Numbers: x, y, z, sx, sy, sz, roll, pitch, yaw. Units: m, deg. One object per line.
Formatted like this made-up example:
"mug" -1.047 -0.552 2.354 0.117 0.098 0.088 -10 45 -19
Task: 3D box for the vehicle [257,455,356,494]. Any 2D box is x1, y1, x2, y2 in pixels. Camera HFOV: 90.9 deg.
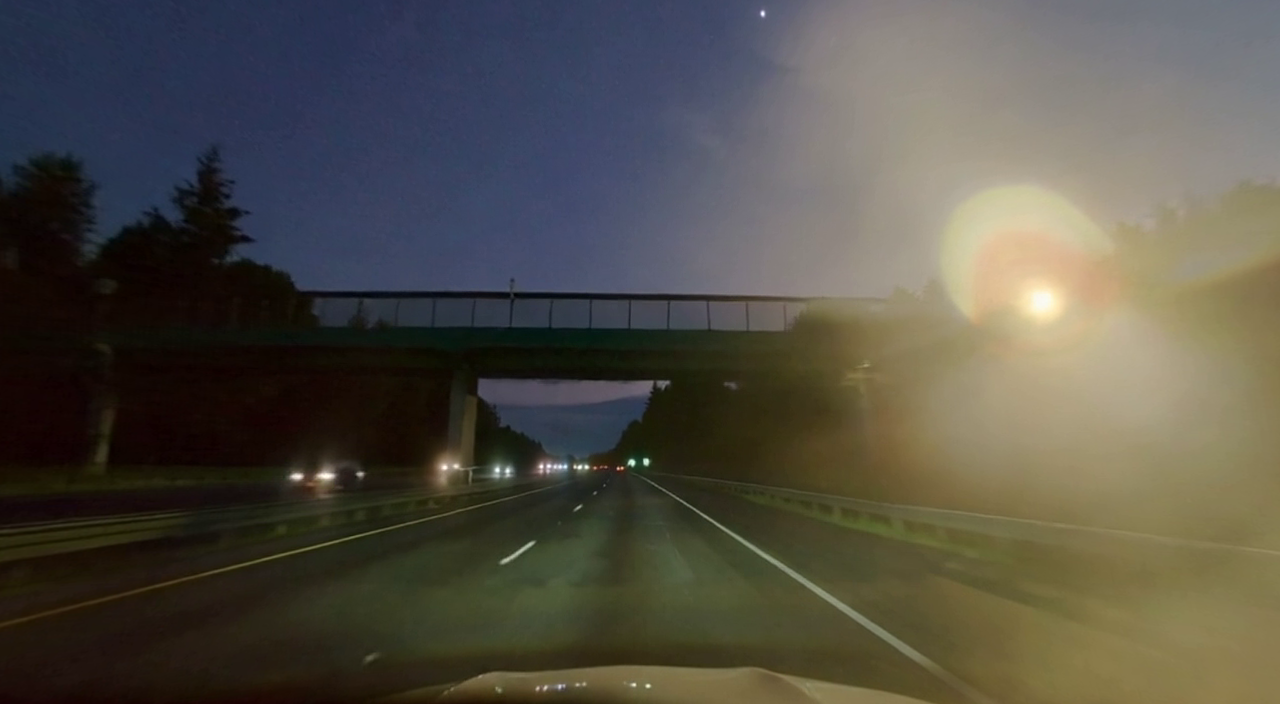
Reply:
"vehicle" -13.799 5.115 26.412 1.787 1.449 4.326 1 -11 -1
